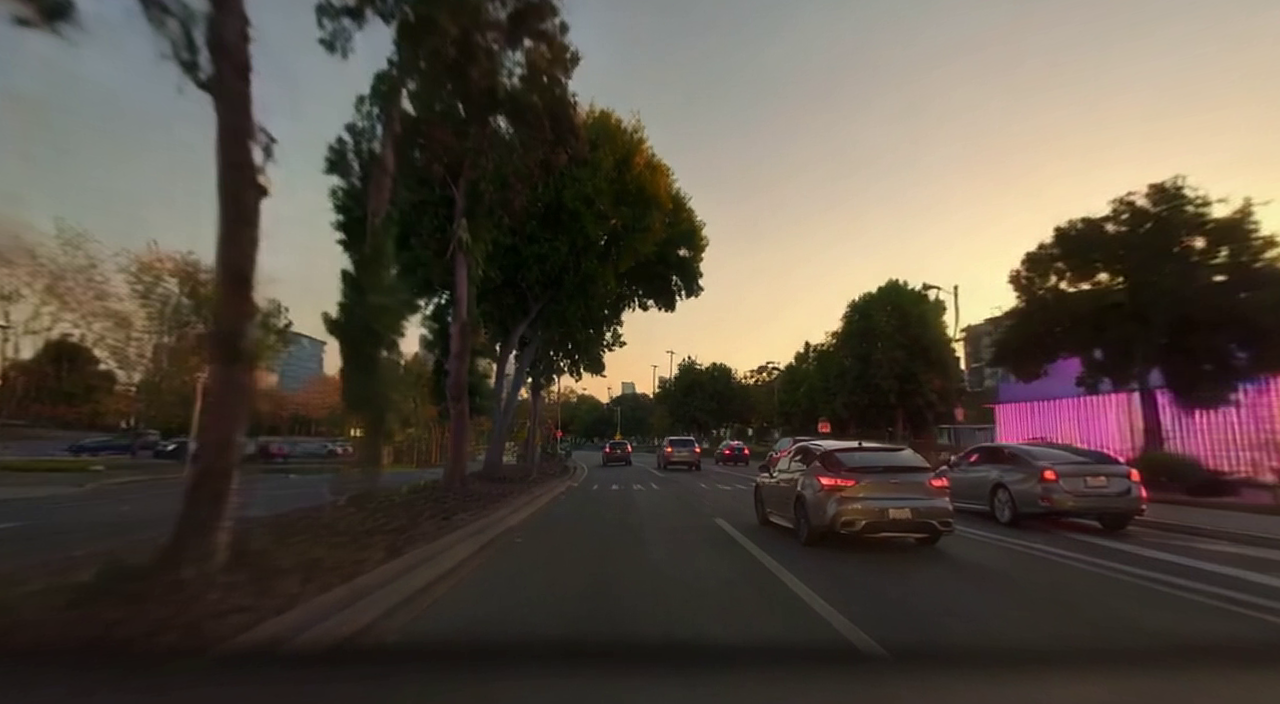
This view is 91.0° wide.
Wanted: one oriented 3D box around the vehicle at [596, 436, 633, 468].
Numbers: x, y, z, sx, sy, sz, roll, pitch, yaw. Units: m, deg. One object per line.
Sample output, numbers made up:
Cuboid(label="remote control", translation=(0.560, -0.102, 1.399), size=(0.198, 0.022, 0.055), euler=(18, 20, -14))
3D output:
Cuboid(label="vehicle", translation=(-1.617, 6.016, 38.036), size=(2.051, 1.798, 4.168), euler=(1, -8, -5))

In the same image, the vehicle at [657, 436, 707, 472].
Cuboid(label="vehicle", translation=(2.101, 5.269, 32.676), size=(2.000, 1.745, 4.206), euler=(1, -8, -4))

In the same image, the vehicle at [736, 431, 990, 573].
Cuboid(label="vehicle", translation=(2.657, 1.879, 8.743), size=(1.883, 1.452, 4.258), euler=(0, -8, -1))

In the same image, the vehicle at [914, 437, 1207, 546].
Cuboid(label="vehicle", translation=(6.649, 2.205, 10.706), size=(1.917, 1.457, 4.274), euler=(0, -8, -2))
